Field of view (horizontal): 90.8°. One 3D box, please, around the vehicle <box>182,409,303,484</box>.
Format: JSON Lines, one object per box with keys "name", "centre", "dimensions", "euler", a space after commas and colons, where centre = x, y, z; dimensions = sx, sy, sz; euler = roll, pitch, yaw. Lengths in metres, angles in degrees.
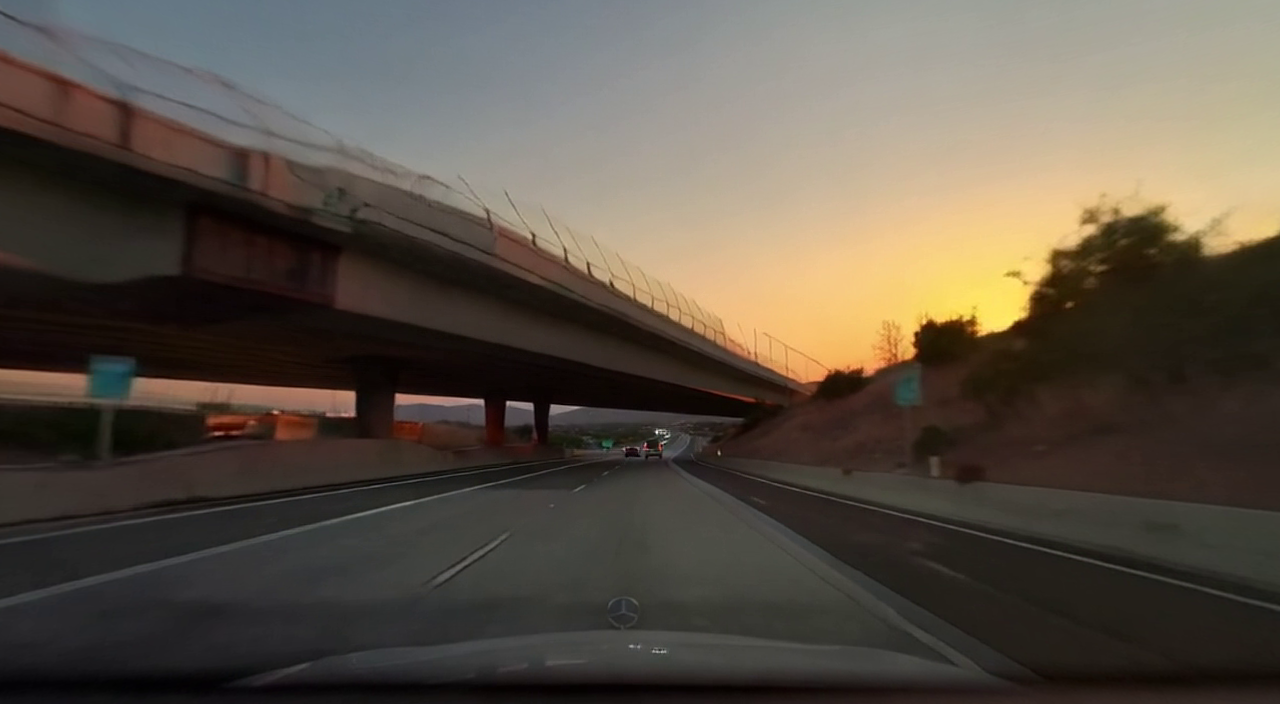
{"name": "vehicle", "centre": [-23.217, 5.572, 37.311], "dimensions": [2.999, 4.019, 5.980], "euler": [-1, -9, 1]}
